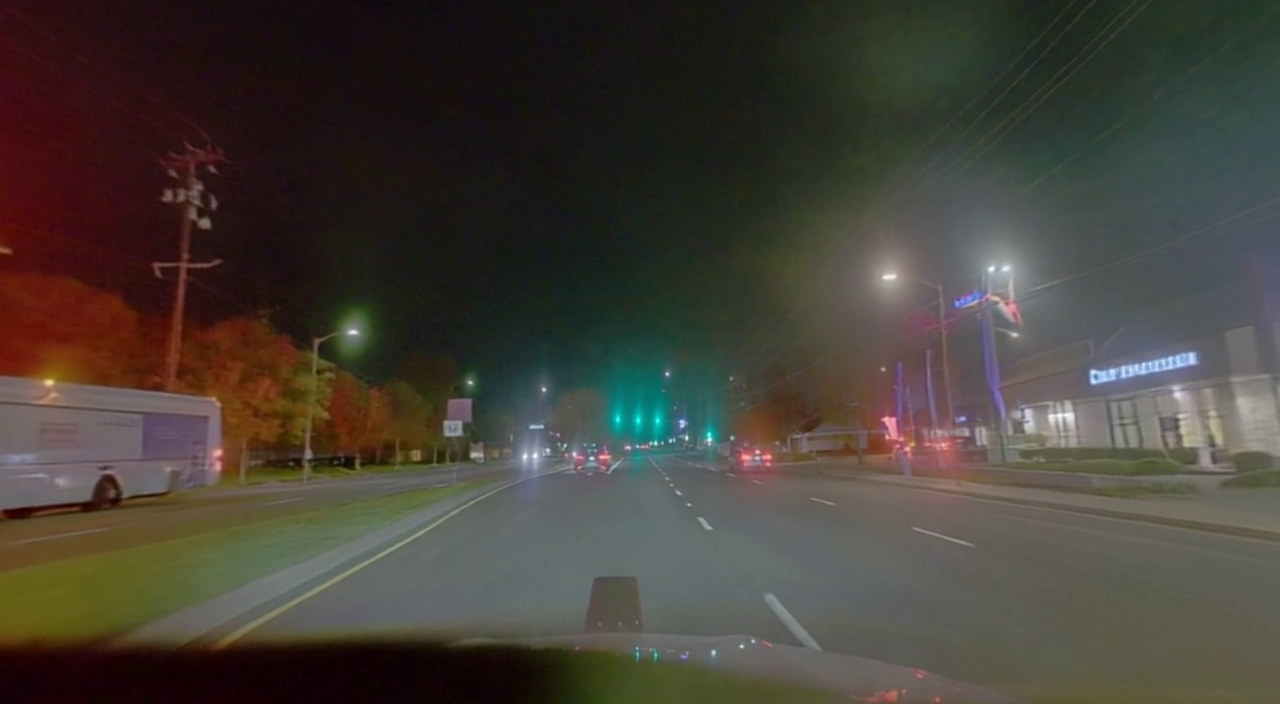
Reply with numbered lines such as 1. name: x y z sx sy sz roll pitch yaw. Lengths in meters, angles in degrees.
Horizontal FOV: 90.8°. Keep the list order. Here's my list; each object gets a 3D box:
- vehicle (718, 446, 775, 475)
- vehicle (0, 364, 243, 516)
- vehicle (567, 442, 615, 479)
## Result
1. vehicle: 5.810 5.941 34.987 2.075 1.475 4.571 0 -8 -4
2. vehicle: -19.229 2.722 19.440 3.133 4.167 16.699 -1 -8 0
3. vehicle: -2.254 5.002 29.471 2.072 1.545 4.578 0 -8 -4
